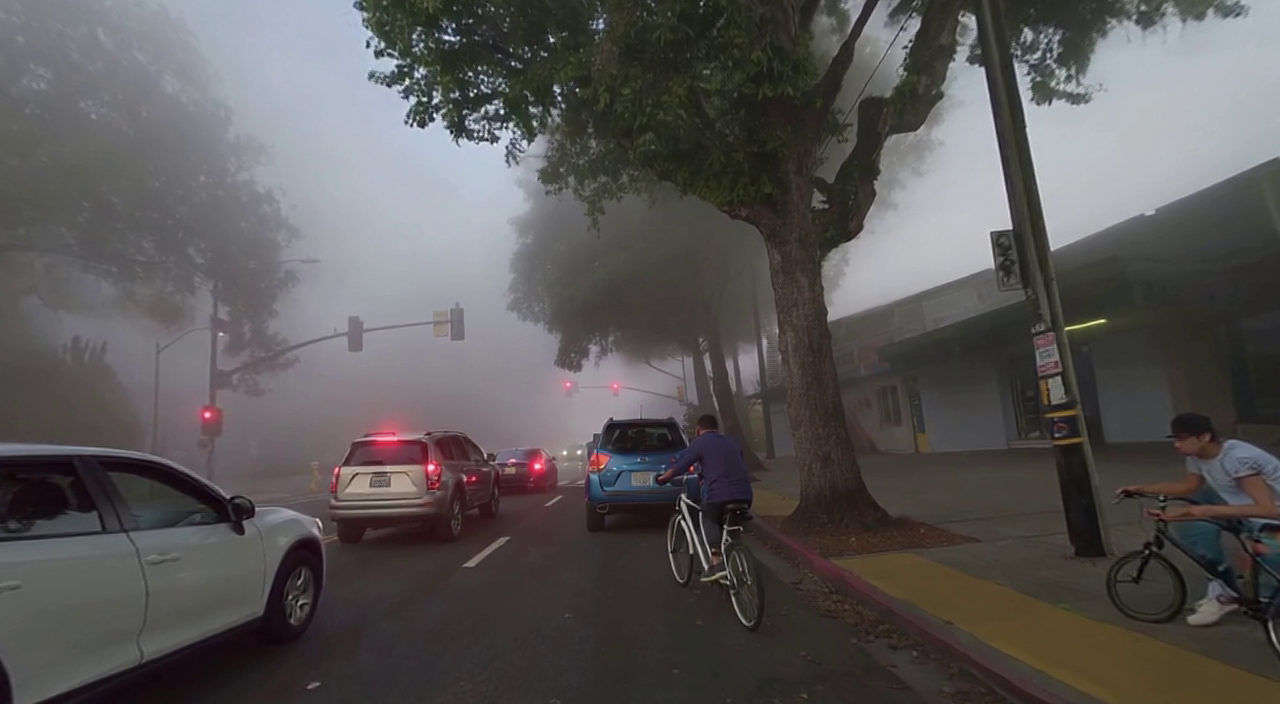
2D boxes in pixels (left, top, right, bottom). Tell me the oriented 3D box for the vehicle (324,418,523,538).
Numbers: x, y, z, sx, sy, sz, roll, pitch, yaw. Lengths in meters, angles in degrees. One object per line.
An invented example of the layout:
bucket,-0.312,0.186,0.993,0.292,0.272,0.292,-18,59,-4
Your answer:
vehicle,-3.609,2.209,11.610,2.046,1.750,4.452,0,-9,0

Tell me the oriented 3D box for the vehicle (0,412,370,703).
vehicle,-3.558,1.172,3.683,2.064,1.486,4.140,0,-9,1

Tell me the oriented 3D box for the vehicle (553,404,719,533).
vehicle,-0.104,2.098,11.844,2.426,1.882,5.027,0,-9,-1
